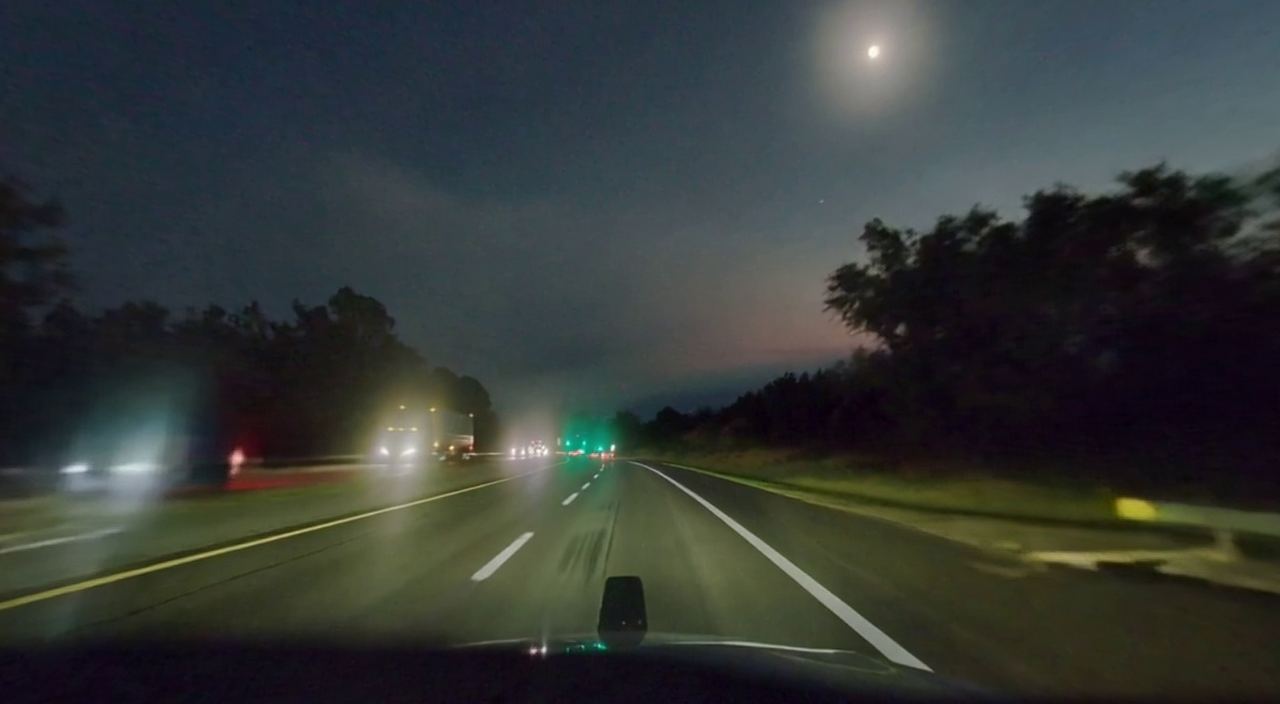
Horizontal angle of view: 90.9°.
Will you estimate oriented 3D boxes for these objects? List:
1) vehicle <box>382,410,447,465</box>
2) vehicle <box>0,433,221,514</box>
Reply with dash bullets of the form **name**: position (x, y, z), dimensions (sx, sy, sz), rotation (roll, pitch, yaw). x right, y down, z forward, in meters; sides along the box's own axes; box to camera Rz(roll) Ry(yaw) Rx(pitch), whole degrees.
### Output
- **vehicle**: position (-17.214, 6.667, 48.528), dimensions (3.031, 3.950, 5.826), rotation (0, -9, -3)
- **vehicle**: position (-12.012, 2.615, 13.996), dimensions (2.540, 1.509, 4.188), rotation (0, -9, -1)
